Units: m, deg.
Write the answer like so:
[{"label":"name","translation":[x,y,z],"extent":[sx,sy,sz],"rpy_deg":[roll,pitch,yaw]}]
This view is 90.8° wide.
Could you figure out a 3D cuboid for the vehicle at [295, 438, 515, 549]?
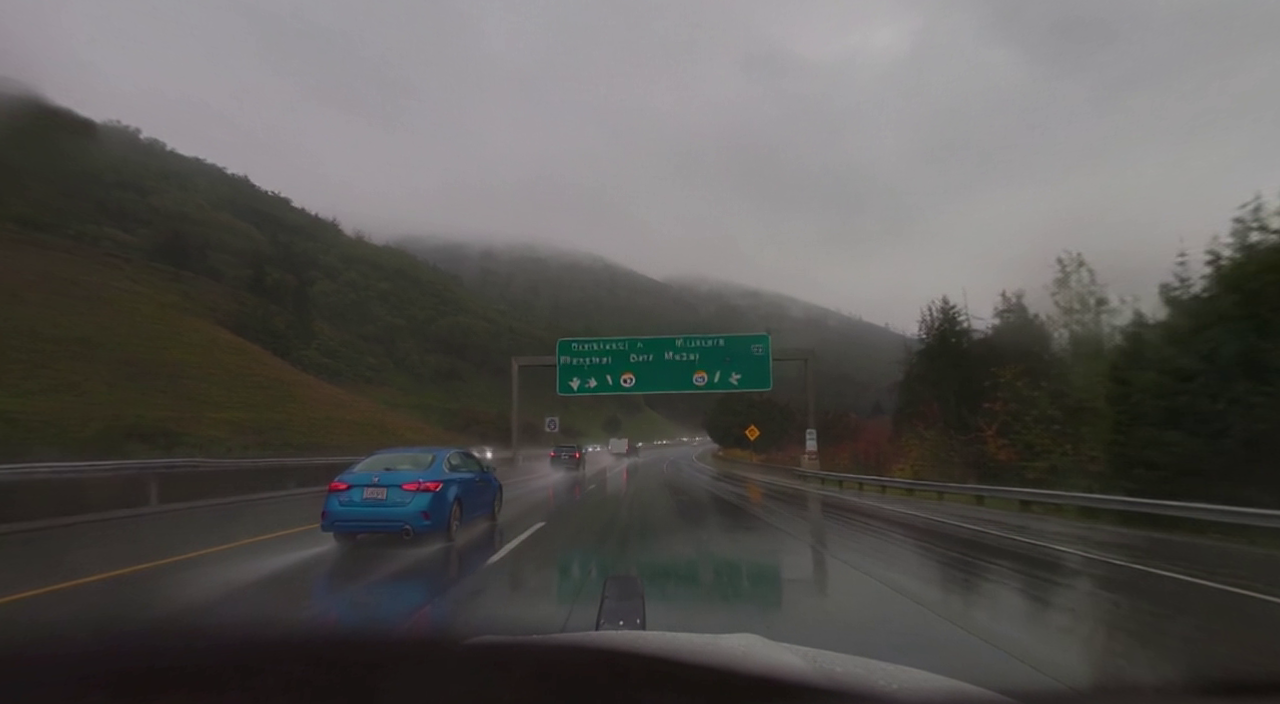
[{"label":"vehicle","translation":[-3.572,2.233,10.691],"extent":[1.988,1.440,4.504],"rpy_deg":[0,-9,0]}]

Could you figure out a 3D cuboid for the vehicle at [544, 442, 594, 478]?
[{"label":"vehicle","translation":[-3.638,5.608,32.966],"extent":[2.073,1.694,4.162],"rpy_deg":[0,-9,1]}]
